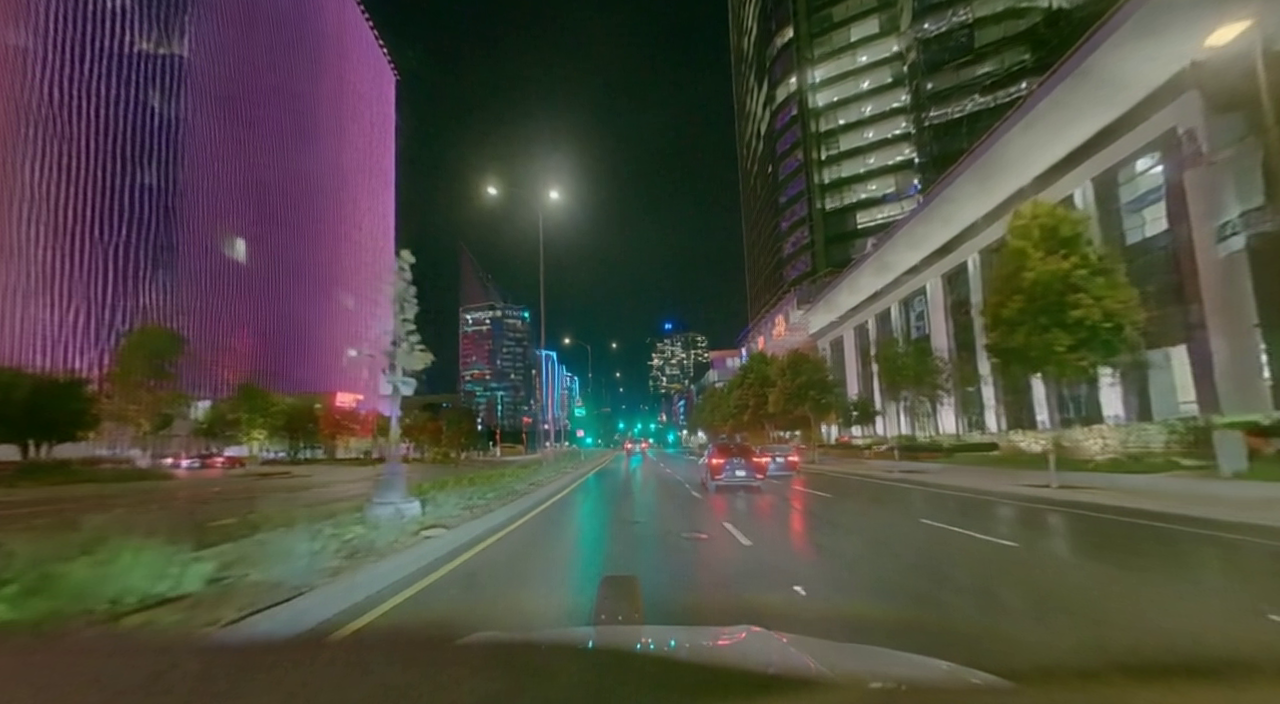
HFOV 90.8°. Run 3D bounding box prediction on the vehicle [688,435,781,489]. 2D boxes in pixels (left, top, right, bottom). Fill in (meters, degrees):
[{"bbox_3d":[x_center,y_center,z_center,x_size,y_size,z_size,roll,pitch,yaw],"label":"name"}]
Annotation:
[{"bbox_3d":[2.808,3.405,19.889,2.131,1.491,4.496,0,-8,-1],"label":"vehicle"}]
